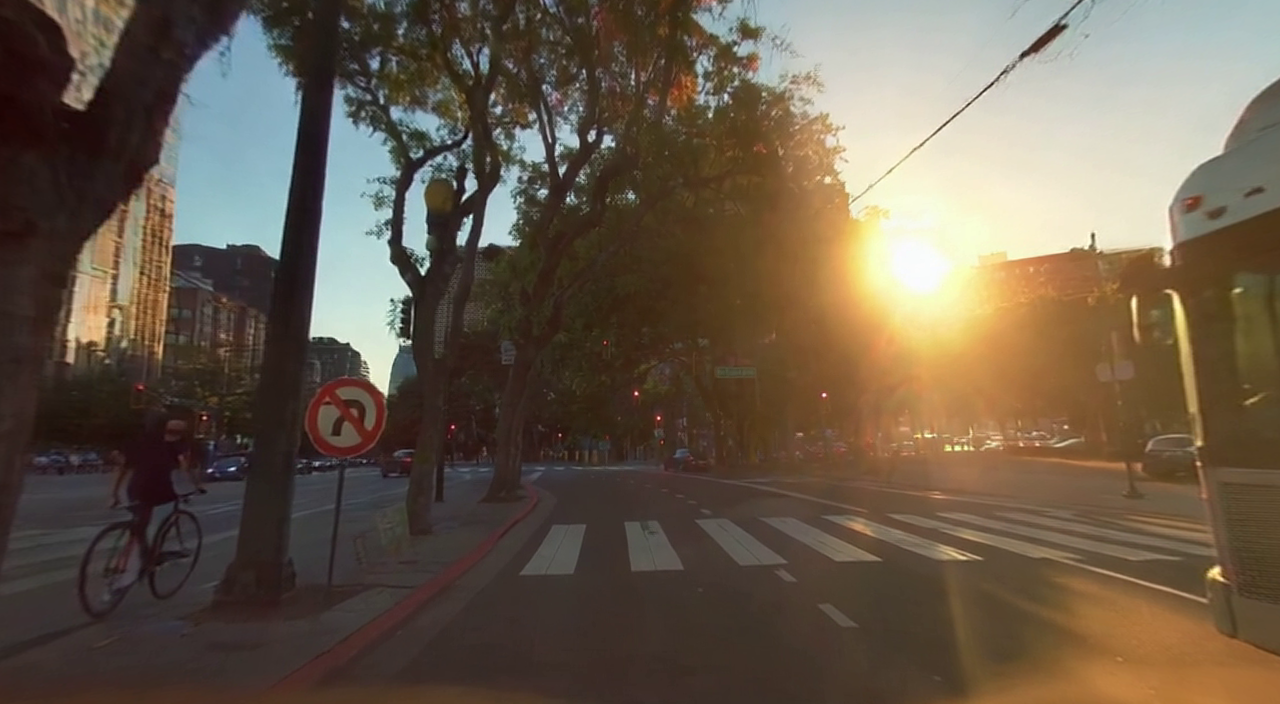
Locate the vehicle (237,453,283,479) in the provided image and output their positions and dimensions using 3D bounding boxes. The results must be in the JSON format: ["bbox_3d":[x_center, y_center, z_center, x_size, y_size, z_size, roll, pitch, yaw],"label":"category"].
[{"bbox_3d":[-28.732,8.566,47.737,2.199,1.838,4.222,7,-11,-40],"label":"vehicle"}]

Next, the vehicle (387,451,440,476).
[{"bbox_3d":[-15.446,7.526,42.982,2.123,1.544,4.158,6,-11,-37],"label":"vehicle"}]
